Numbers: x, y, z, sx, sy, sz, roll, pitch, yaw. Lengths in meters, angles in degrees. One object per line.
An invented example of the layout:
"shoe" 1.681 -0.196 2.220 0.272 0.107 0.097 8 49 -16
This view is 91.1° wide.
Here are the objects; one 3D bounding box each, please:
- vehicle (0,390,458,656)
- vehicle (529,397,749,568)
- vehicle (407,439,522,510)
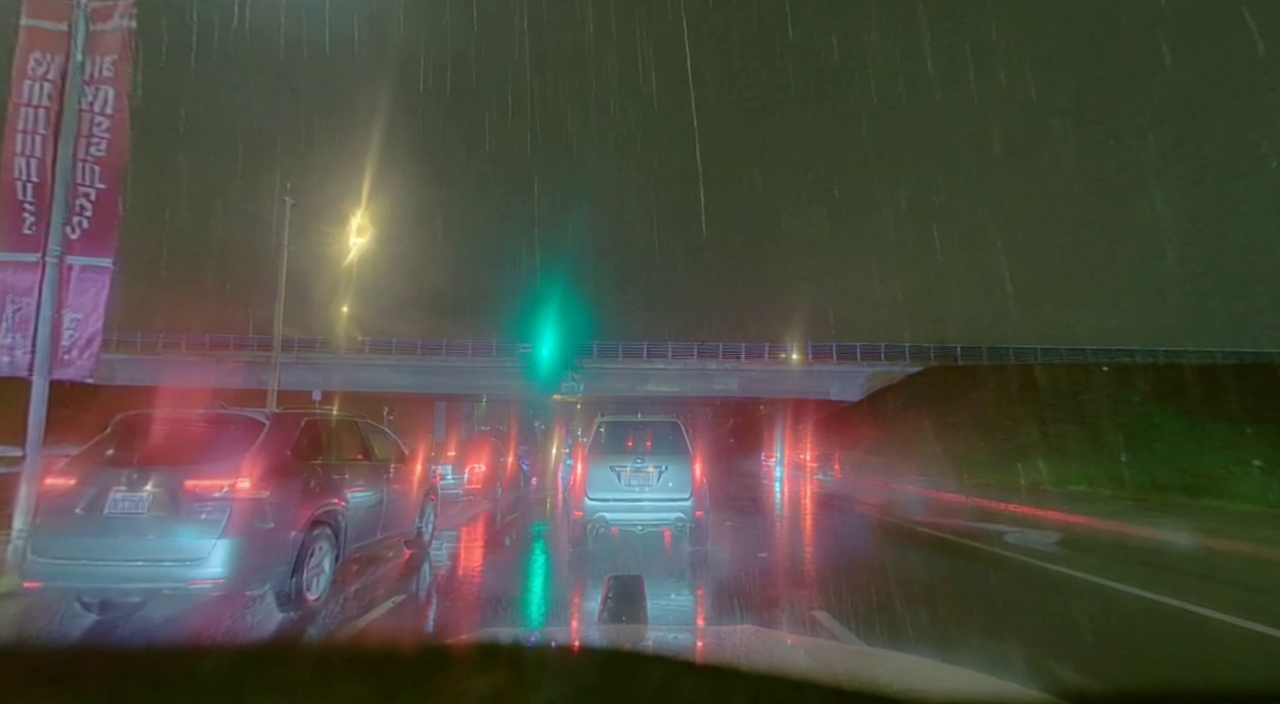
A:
"vehicle" -3.499 1.426 6.277 2.039 1.709 4.265 0 -8 0
"vehicle" -0.091 1.759 9.203 2.409 1.864 4.471 0 -8 -2
"vehicle" -4.149 2.927 15.437 1.797 1.505 3.506 0 -9 0
